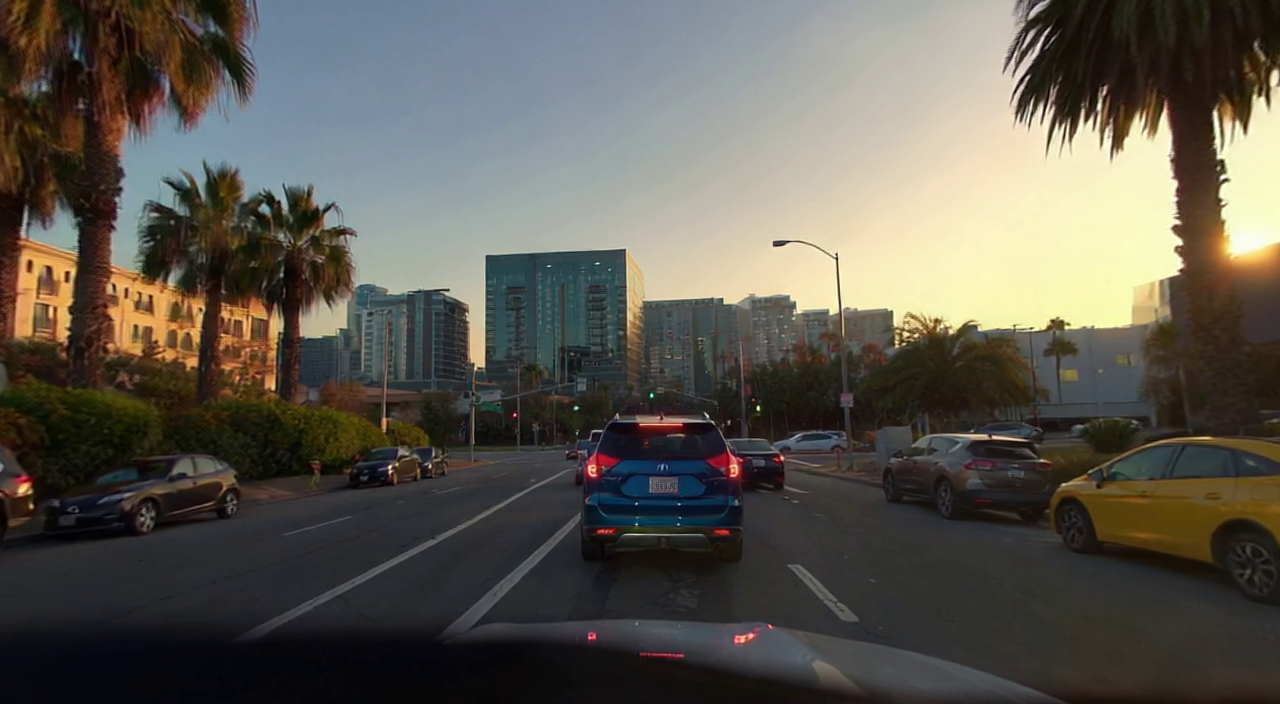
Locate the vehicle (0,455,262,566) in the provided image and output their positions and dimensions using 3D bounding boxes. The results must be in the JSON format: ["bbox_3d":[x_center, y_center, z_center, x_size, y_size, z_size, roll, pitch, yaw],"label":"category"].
[{"bbox_3d":[-9.566,2.801,11.901,2.054,1.467,4.595,-3,-7,0],"label":"vehicle"}]

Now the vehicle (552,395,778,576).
[{"bbox_3d":[0.271,1.658,8.561,2.264,1.798,4.258,0,-8,1],"label":"vehicle"}]

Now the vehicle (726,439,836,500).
[{"bbox_3d":[3.767,3.206,17.720,2.021,1.480,4.402,0,-8,0],"label":"vehicle"}]

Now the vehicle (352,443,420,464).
[{"bbox_3d":[-18.697,7.491,46.660,1.759,1.457,4.297,-7,-11,38],"label":"vehicle"}]

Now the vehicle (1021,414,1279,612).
[{"bbox_3d":[6.448,1.598,6.930,1.935,1.672,4.139,0,-8,1],"label":"vehicle"}]

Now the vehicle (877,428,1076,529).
[{"bbox_3d":[6.681,2.528,13.236,1.930,1.736,4.329,-1,-8,3],"label":"vehicle"}]
